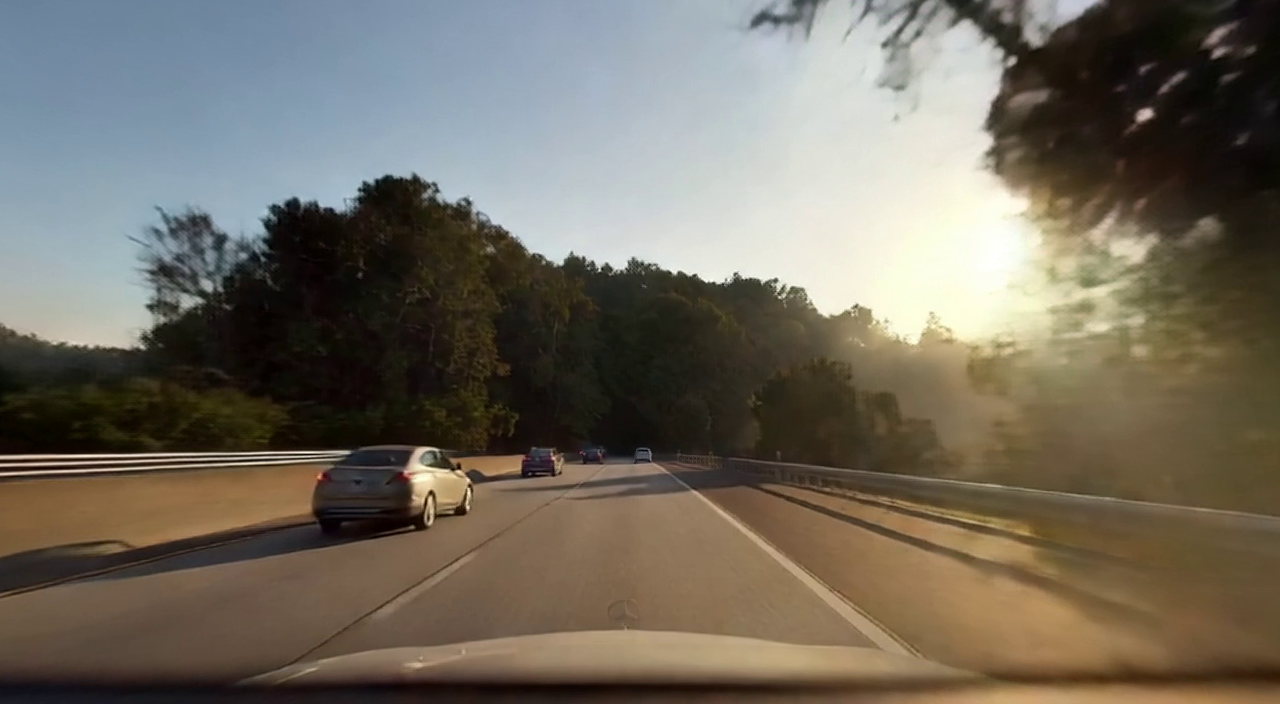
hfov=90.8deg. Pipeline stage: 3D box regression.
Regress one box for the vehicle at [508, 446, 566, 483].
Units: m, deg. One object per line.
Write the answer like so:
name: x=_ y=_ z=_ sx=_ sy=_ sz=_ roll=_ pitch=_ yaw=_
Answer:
vehicle: x=-4.542 y=5.010 z=28.383 sx=1.838 sy=1.508 sz=4.317 roll=0 pitch=-9 yaw=0

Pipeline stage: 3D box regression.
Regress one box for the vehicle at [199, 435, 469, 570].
vehicle: x=-3.959 y=1.984 z=9.050 sx=1.897 sy=1.481 sz=3.859 roll=0 pitch=-9 yaw=0
